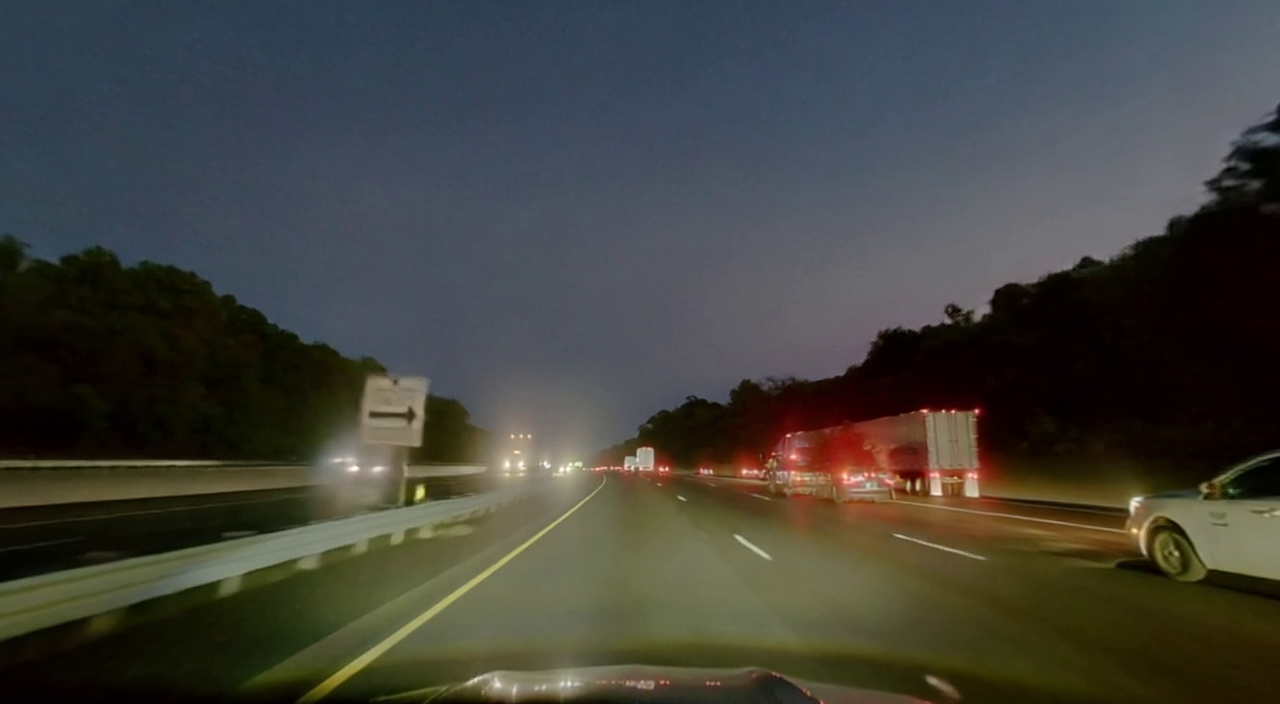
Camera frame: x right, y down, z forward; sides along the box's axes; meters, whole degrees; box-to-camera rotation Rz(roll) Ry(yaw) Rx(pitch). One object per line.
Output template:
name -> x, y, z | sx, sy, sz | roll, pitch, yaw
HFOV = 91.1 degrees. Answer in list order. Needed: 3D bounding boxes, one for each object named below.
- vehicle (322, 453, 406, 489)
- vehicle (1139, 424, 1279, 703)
vehicle -> -12.802, 5.575, 29.473 | 1.921, 1.493, 4.470 | 1, -10, -1
vehicle -> 4.084, 0.844, 1.502 | 1.965, 1.502, 4.599 | 1, -10, 0
